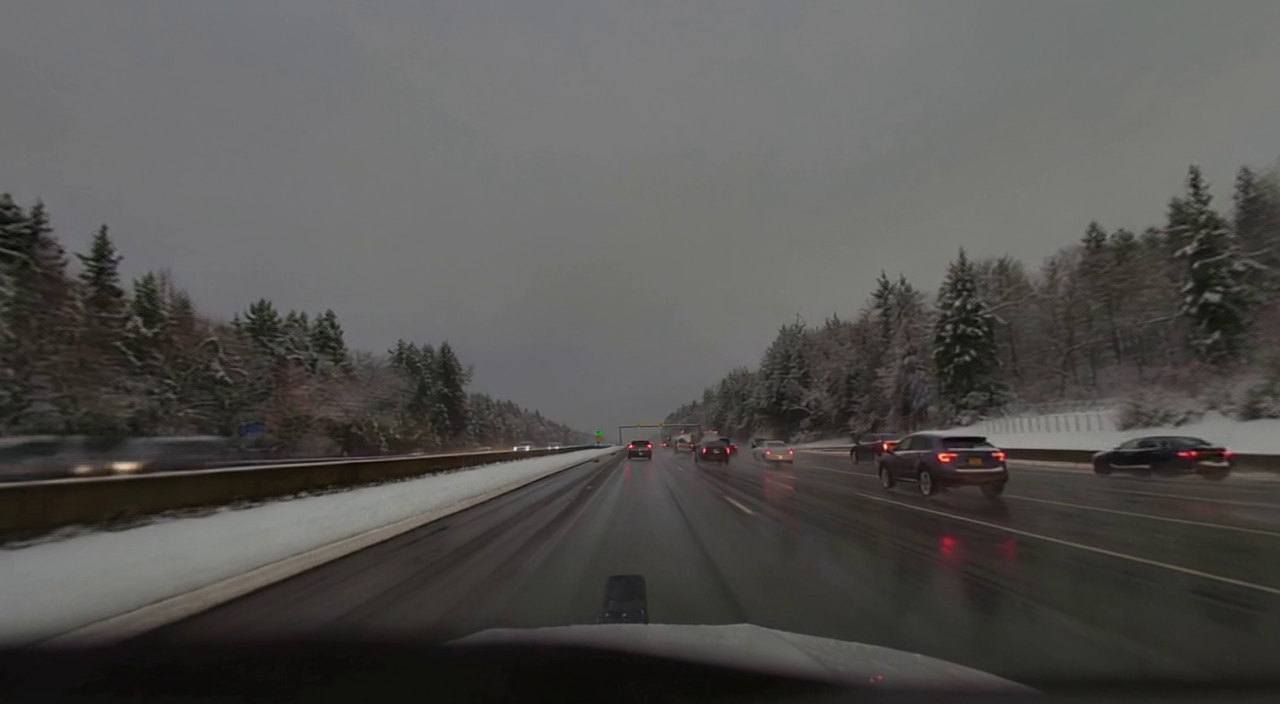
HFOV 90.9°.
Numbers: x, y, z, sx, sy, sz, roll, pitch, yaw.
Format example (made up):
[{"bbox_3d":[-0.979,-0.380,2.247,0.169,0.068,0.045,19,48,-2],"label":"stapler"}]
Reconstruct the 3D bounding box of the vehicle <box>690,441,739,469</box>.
[{"bbox_3d":[4.033,5.615,34.662,2.118,1.438,4.312,0,-8,-1],"label":"vehicle"}]

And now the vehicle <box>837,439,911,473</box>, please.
[{"bbox_3d":[10.885,4.859,29.659,1.845,1.456,4.240,0,-8,0],"label":"vehicle"}]

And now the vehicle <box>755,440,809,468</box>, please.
[{"bbox_3d":[7.792,5.618,34.955,1.919,1.476,4.303,0,-8,-1],"label":"vehicle"}]

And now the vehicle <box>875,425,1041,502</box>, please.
[{"bbox_3d":[7.892,2.797,16.206,1.986,1.703,4.226,0,-8,-1],"label":"vehicle"}]

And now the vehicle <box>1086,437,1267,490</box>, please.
[{"bbox_3d":[16.697,3.464,20.020,1.908,1.468,4.457,0,-8,2],"label":"vehicle"}]

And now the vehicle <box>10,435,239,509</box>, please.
[{"bbox_3d":[-13.939,3.244,17.633,2.057,1.734,5.135,0,-8,0],"label":"vehicle"}]

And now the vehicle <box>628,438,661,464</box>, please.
[{"bbox_3d":[0.286,6.595,42.284,2.124,1.639,4.122,0,-8,0],"label":"vehicle"}]
